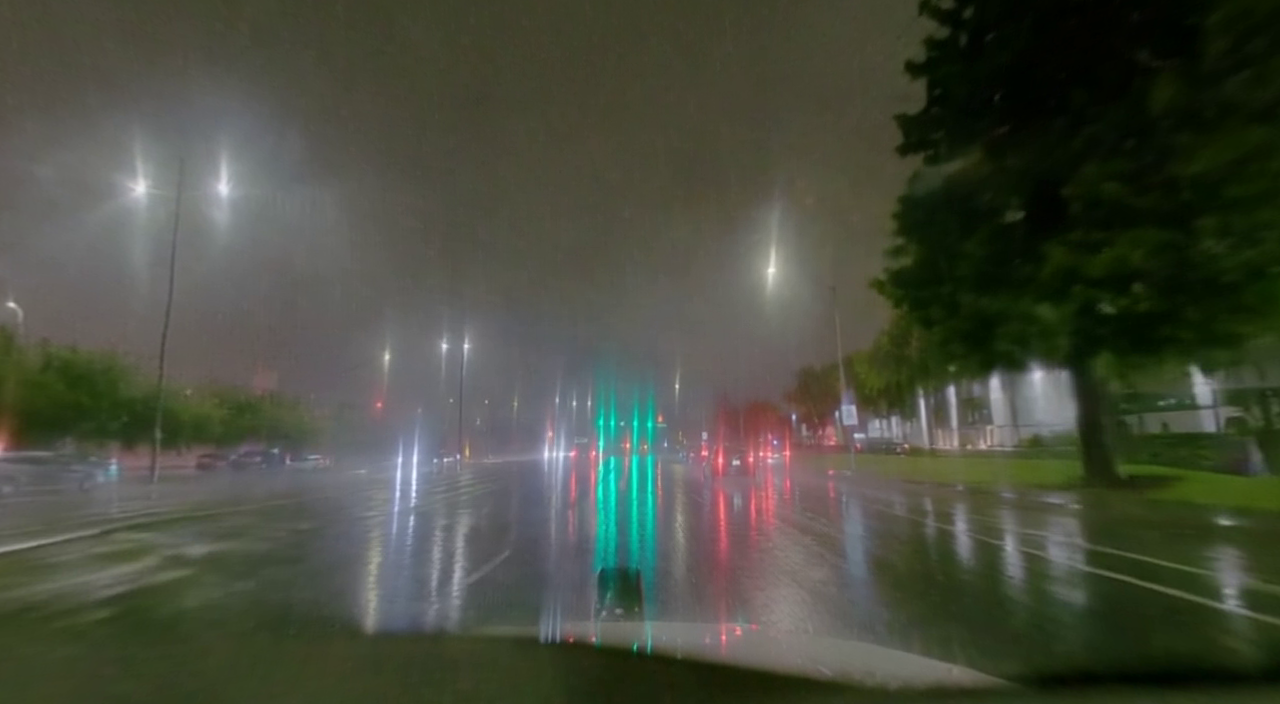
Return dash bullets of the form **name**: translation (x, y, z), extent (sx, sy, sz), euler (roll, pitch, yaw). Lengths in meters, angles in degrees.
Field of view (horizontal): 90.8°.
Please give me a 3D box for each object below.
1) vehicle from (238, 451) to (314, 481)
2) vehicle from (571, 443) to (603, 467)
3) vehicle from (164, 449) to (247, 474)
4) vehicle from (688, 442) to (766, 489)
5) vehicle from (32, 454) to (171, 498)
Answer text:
- **vehicle**: translation (-22.456, 7.023, 39.201), extent (1.926, 1.681, 4.601), euler (-1, -9, 1)
- **vehicle**: translation (-3.741, 7.384, 45.390), extent (1.935, 1.617, 4.045), euler (0, -9, 0)
- **vehicle**: translation (-30.583, 7.709, 44.559), extent (4.278, 1.625, 1.974), euler (0, -9, -1)
- **vehicle**: translation (2.890, 3.880, 21.984), extent (1.966, 1.449, 4.290), euler (0, -9, -2)
- **vehicle**: translation (-22.601, 5.177, 26.804), extent (1.818, 1.588, 4.708), euler (0, -9, -1)
